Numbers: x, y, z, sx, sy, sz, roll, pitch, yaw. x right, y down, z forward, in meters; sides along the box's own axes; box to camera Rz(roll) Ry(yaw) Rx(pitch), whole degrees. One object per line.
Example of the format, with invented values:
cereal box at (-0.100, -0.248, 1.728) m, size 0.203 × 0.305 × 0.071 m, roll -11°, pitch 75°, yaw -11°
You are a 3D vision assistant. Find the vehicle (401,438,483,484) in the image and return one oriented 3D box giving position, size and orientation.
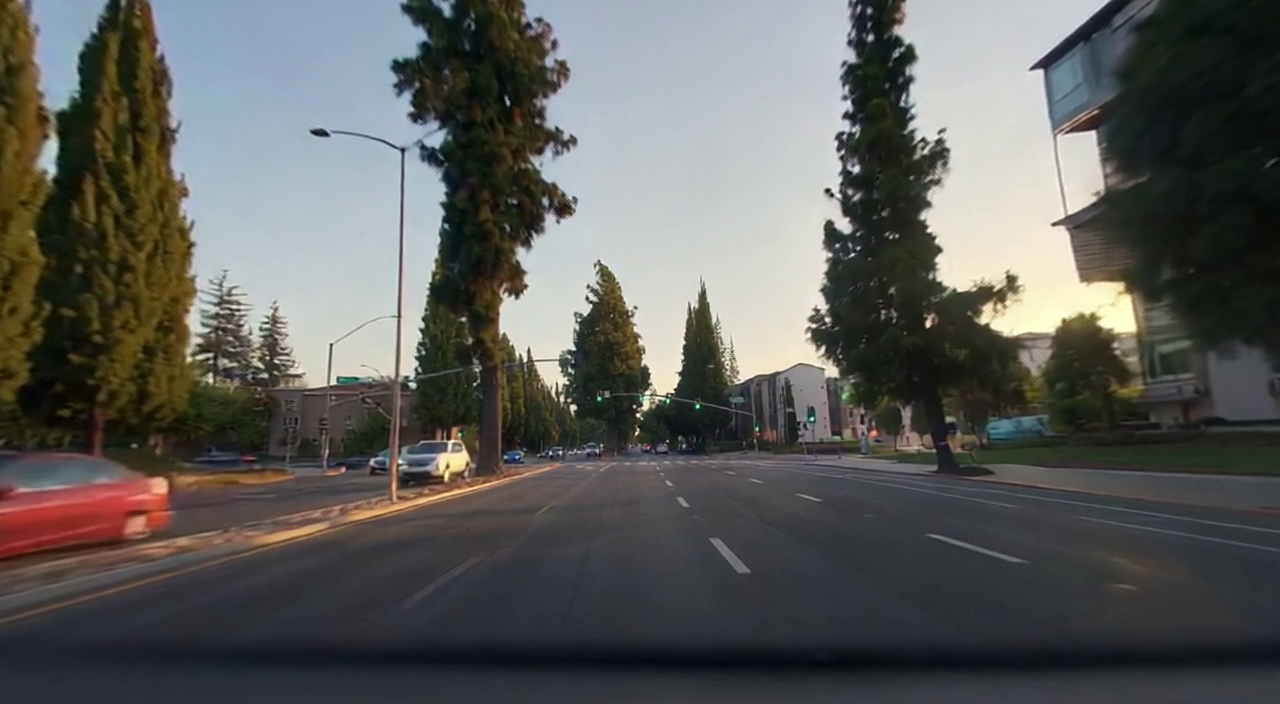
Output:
vehicle at (-8.571, 4.749, 27.847) m, size 2.131 × 1.836 × 4.670 m, roll 0°, pitch -9°, yaw -1°

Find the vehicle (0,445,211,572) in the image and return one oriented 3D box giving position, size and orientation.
vehicle at (-8.454, 2.041, 8.732) m, size 1.899 × 1.465 × 4.443 m, roll 0°, pitch -9°, yaw 0°

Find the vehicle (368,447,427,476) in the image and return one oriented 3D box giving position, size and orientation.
vehicle at (-15.335, 6.921, 40.224) m, size 1.978 × 1.722 × 4.383 m, roll 0°, pitch -9°, yaw 0°
